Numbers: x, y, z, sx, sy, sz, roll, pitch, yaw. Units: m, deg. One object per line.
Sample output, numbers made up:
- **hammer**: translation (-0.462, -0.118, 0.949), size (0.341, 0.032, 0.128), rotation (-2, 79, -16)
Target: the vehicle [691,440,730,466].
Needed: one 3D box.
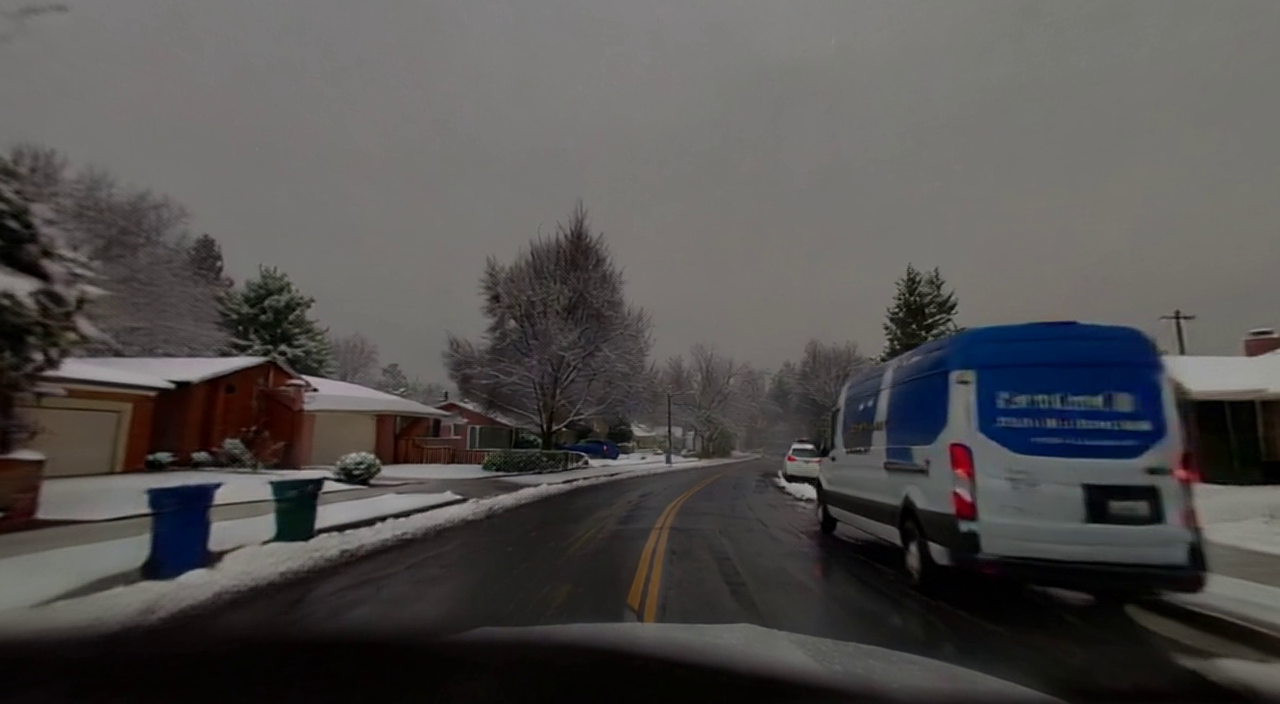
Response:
- **vehicle**: translation (4.869, 7.109, 44.659), size (2.278, 1.704, 5.321), rotation (0, -9, 2)

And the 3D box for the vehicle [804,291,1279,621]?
- **vehicle**: translation (4.170, 1.288, 8.407), size (2.684, 2.712, 6.197), rotation (-1, -9, 4)
